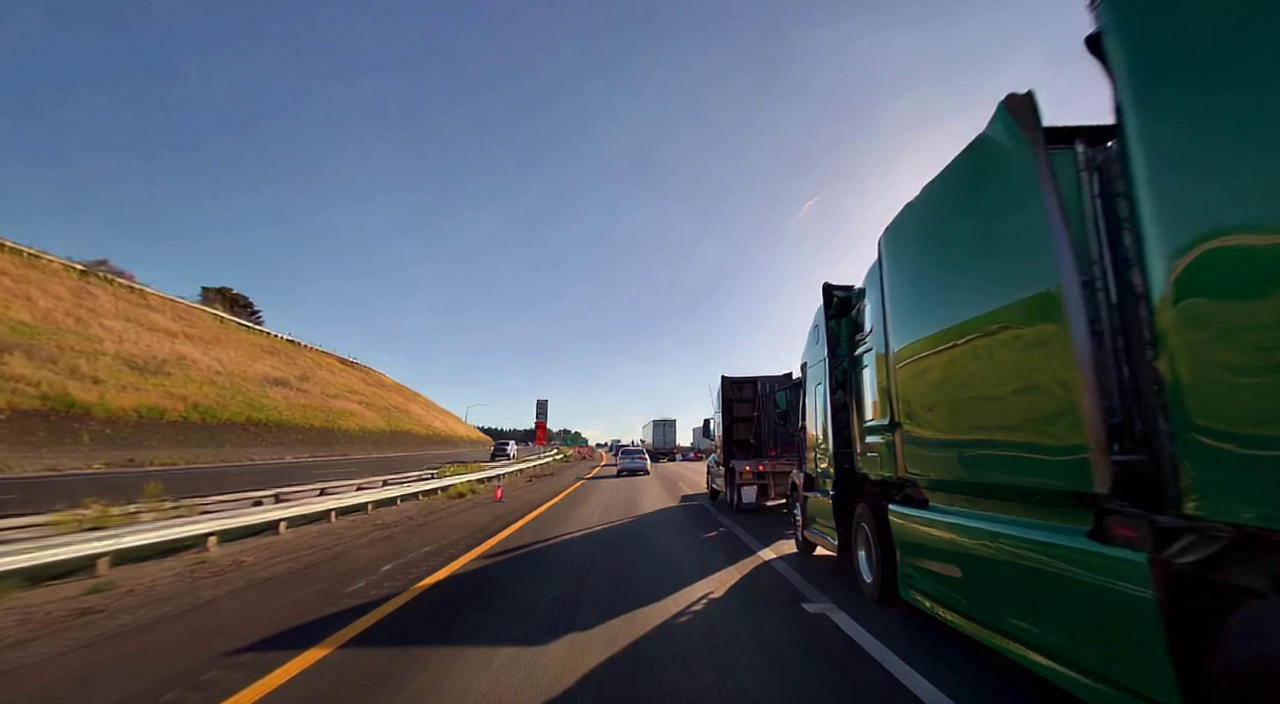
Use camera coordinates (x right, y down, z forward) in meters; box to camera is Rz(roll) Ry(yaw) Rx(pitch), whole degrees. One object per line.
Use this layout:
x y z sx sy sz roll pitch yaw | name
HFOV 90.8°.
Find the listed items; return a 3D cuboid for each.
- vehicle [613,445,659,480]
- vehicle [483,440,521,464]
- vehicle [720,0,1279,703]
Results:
-0.181 4.950 28.441 1.927 1.437 3.794 0 -9 0 | vehicle
-9.539 6.954 43.916 1.806 1.550 4.127 0 -9 -1 | vehicle
3.567 0.788 9.621 2.874 4.065 14.243 0 -9 0 | vehicle
